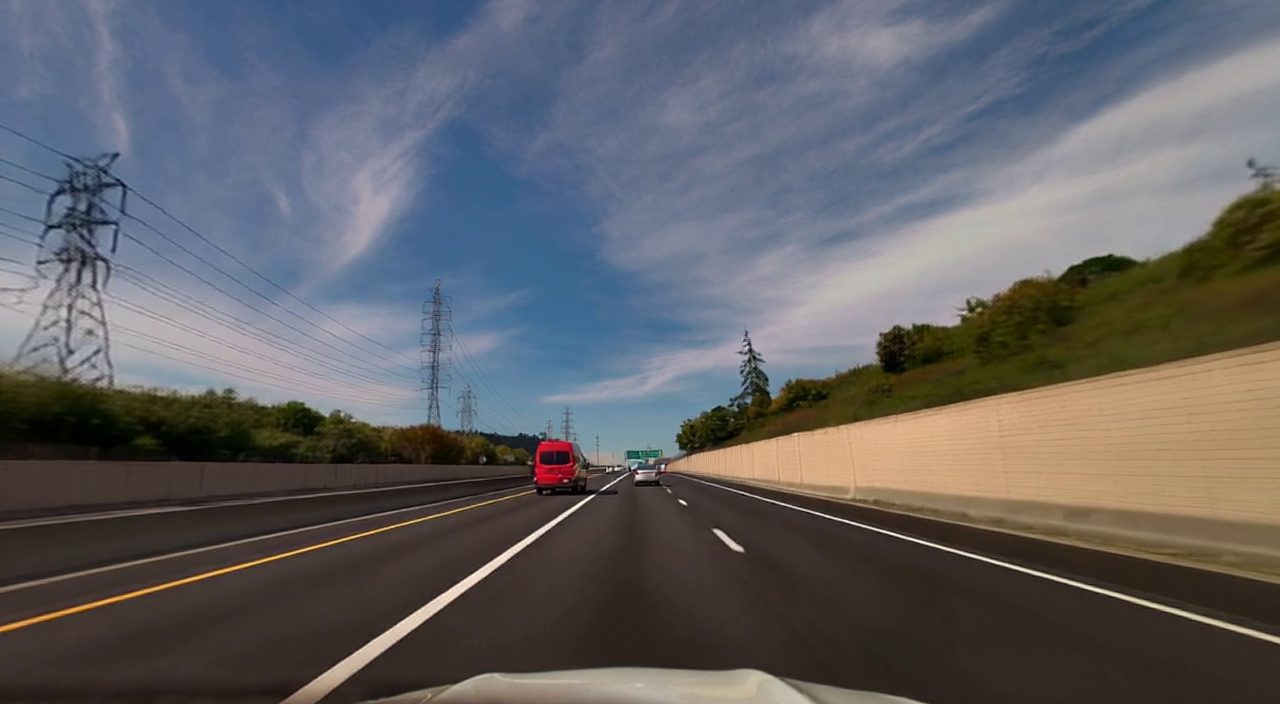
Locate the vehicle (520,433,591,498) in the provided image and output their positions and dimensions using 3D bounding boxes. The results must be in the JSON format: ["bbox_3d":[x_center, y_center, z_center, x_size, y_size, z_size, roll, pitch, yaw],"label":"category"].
[{"bbox_3d":[-3.782,5.342,29.601,2.394,2.609,6.875,1,-11,0],"label":"vehicle"}]

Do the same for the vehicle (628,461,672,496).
[{"bbox_3d":[0.461,6.248,31.242,2.006,1.554,3.863,1,-11,0],"label":"vehicle"}]
